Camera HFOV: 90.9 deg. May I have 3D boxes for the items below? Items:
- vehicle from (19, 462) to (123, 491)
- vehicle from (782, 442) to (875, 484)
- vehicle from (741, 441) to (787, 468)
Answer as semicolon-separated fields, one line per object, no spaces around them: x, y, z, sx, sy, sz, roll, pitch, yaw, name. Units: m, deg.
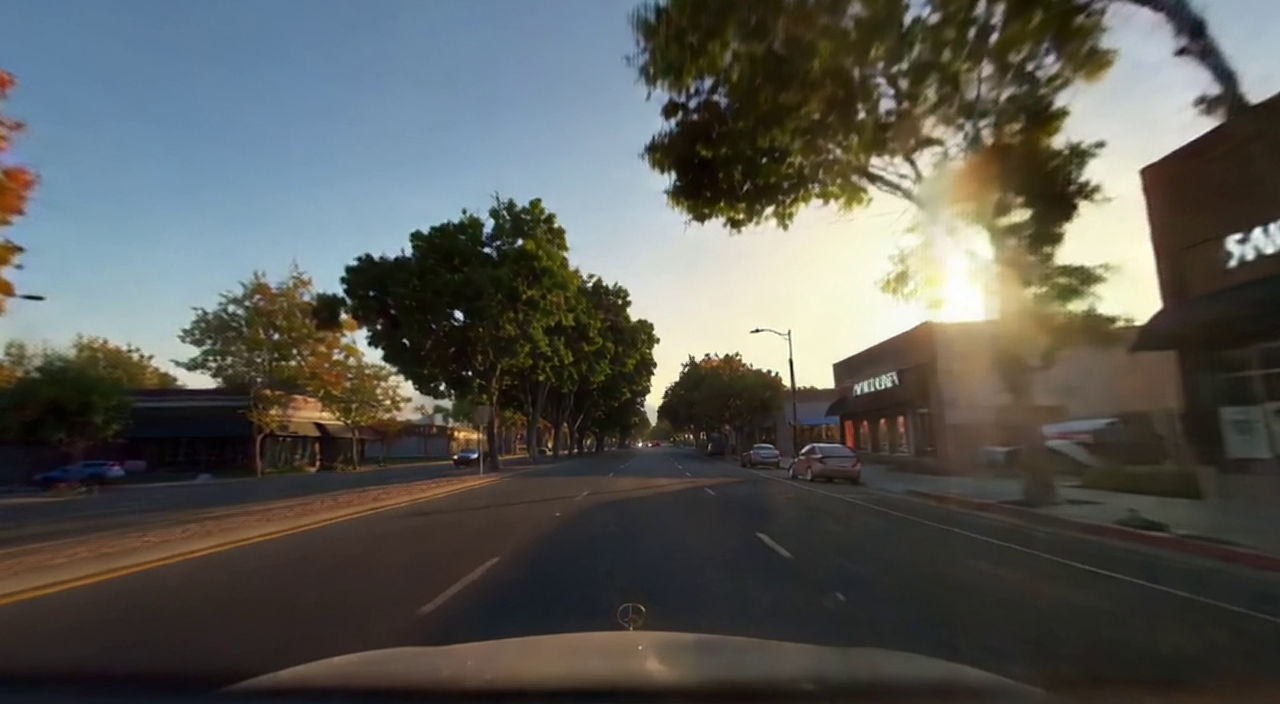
-35.085;7.659;38.944;4.405;1.458;1.990;-2;-9;-4;vehicle
7.175;4.252;24.615;2.119;1.458;4.965;1;-8;0;vehicle
7.394;6.157;38.070;1.923;1.498;4.676;1;-8;1;vehicle
